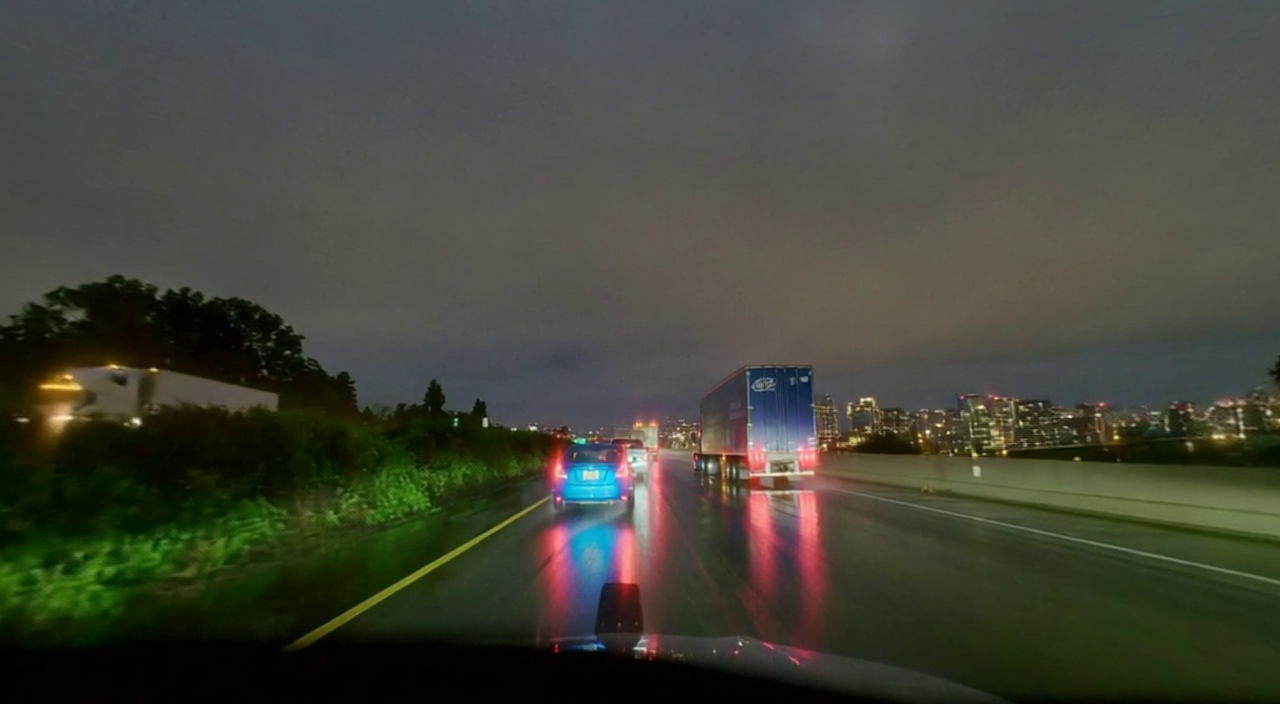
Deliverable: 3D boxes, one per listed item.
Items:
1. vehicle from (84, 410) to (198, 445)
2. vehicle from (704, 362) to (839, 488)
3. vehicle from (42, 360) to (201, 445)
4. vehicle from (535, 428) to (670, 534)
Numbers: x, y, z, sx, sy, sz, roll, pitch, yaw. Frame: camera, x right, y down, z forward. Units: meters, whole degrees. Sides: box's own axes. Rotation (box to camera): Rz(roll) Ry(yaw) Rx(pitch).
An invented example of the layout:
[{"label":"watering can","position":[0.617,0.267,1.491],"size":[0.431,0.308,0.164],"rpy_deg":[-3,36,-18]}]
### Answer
[{"label":"vehicle","position":[-22.738,3.537,28.909],"size":[1.729,1.455,4.560],"rpy_deg":[0,-9,-3]},{"label":"vehicle","position":[4.935,3.402,27.300],"size":[2.825,4.043,14.051],"rpy_deg":[0,-9,0]},{"label":"vehicle","position":[-26.992,2.867,33.275],"size":[2.979,3.928,6.477],"rpy_deg":[0,-9,-4]},{"label":"vehicle","position":[-0.580,2.254,11.462],"size":[2.038,1.582,3.729],"rpy_deg":[0,-9,-1]}]
